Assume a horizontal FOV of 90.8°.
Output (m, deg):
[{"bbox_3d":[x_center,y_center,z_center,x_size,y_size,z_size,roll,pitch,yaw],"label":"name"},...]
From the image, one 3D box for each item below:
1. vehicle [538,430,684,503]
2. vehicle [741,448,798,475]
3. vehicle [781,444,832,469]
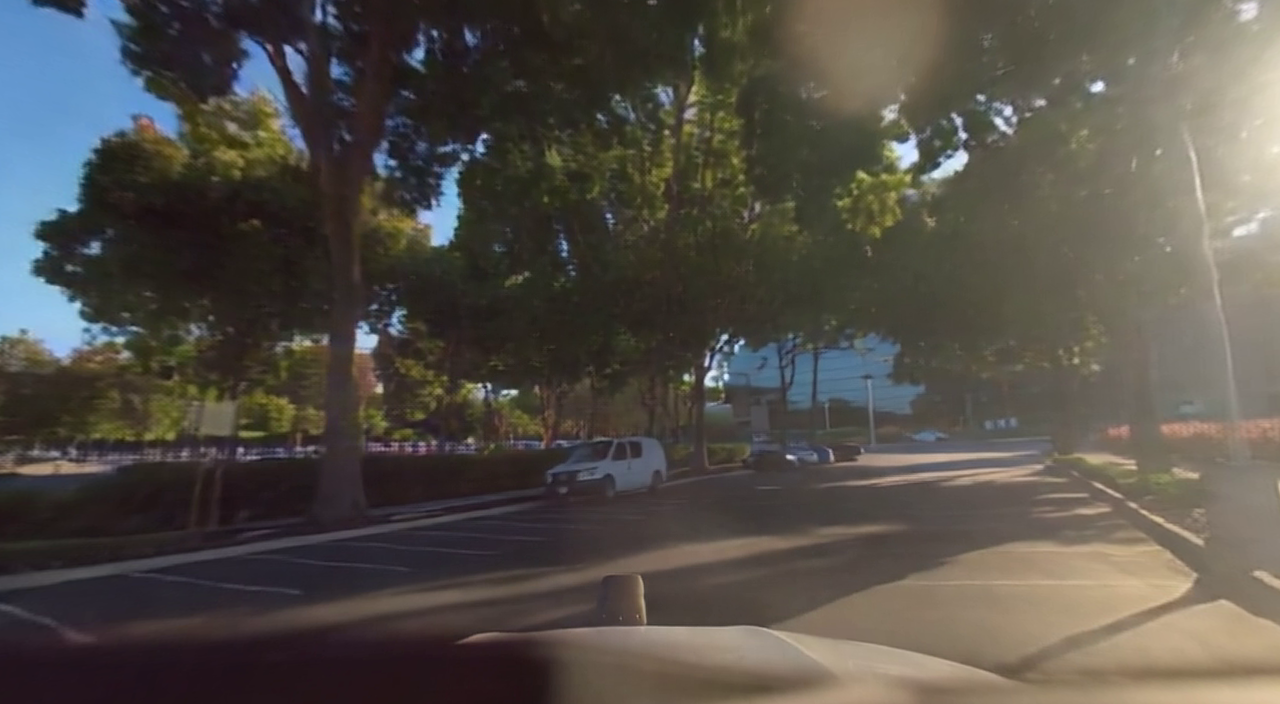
[{"bbox_3d":[-0.809,3.919,22.139,2.433,2.193,5.547,-5,-10,30],"label":"vehicle"},{"bbox_3d":[7.440,6.227,36.007,1.938,1.191,3.630,-13,-12,29],"label":"vehicle"},{"bbox_3d":[10.926,6.777,41.250,2.038,1.525,4.383,-5,-10,31],"label":"vehicle"}]
